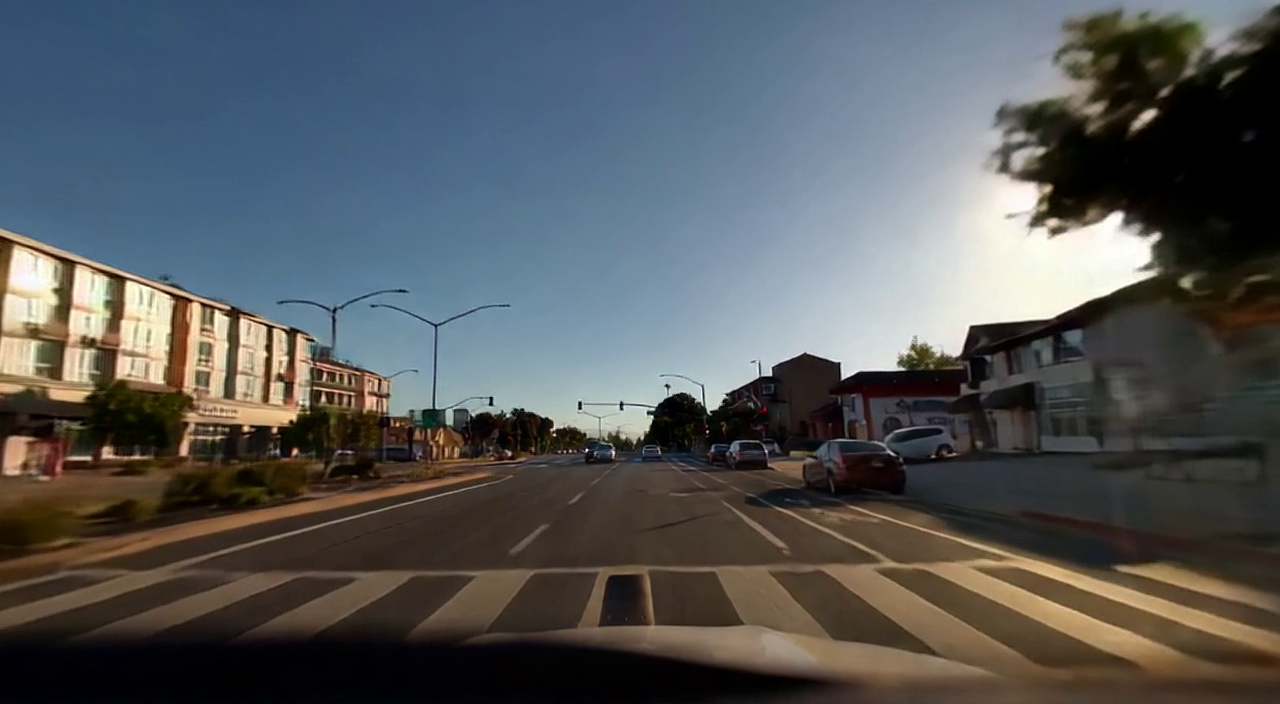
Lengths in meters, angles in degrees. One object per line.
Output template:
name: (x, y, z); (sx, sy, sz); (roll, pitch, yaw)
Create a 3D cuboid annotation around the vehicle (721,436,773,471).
vehicle: (5.885, 5.613, 35.267); (2.069, 1.776, 4.797); (0, -8, 0)

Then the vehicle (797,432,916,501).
vehicle: (5.903, 3.122, 17.726); (1.955, 1.679, 3.890); (0, -8, 0)

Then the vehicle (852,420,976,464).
vehicle: (12.326, 4.092, 28.628); (4.571, 1.827, 2.260); (1, -8, -1)
